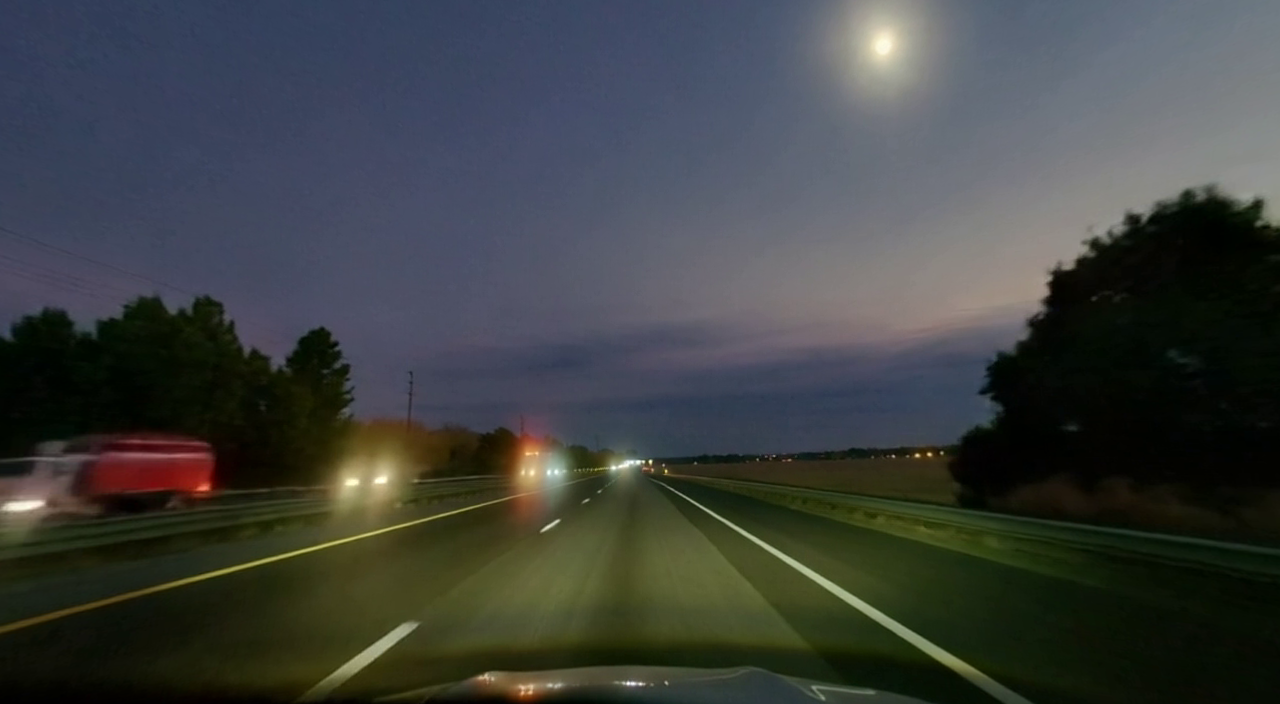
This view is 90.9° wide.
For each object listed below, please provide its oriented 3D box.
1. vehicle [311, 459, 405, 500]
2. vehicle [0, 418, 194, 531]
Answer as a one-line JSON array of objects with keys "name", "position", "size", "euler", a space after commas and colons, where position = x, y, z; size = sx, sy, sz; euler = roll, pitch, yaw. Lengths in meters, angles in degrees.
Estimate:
[{"name": "vehicle", "position": [-12.028, 5.472, 27.249], "size": [1.928, 1.546, 4.475], "euler": [1, -10, 0]}, {"name": "vehicle", "position": [-16.478, 3.474, 18.204], "size": [2.614, 2.682, 5.913], "euler": [1, -10, 1]}]
